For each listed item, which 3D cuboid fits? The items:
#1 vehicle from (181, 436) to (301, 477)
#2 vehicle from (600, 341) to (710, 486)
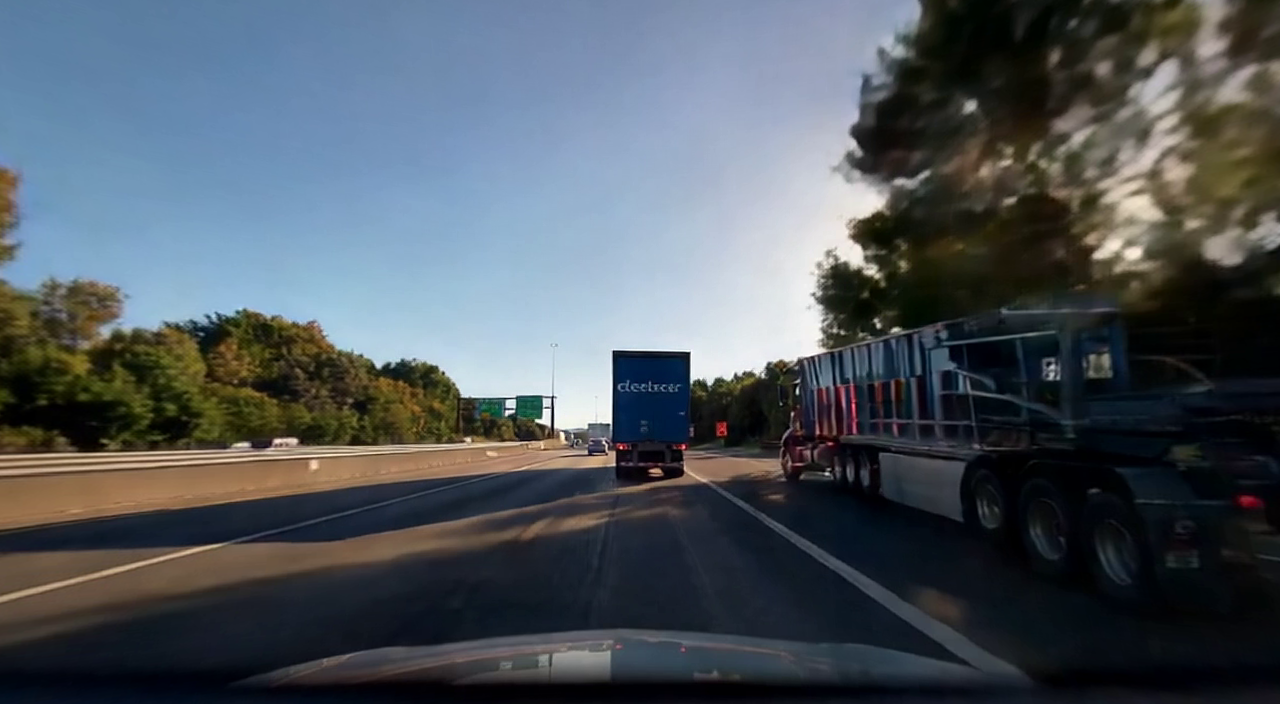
[{"bbox_3d":[-16.735,4.373,26.668,2.327,1.597,4.211,0,-8,0],"label":"vehicle"},{"bbox_3d":[0.362,2.290,21.861,2.920,3.860,10.035,0,-8,0],"label":"vehicle"}]
